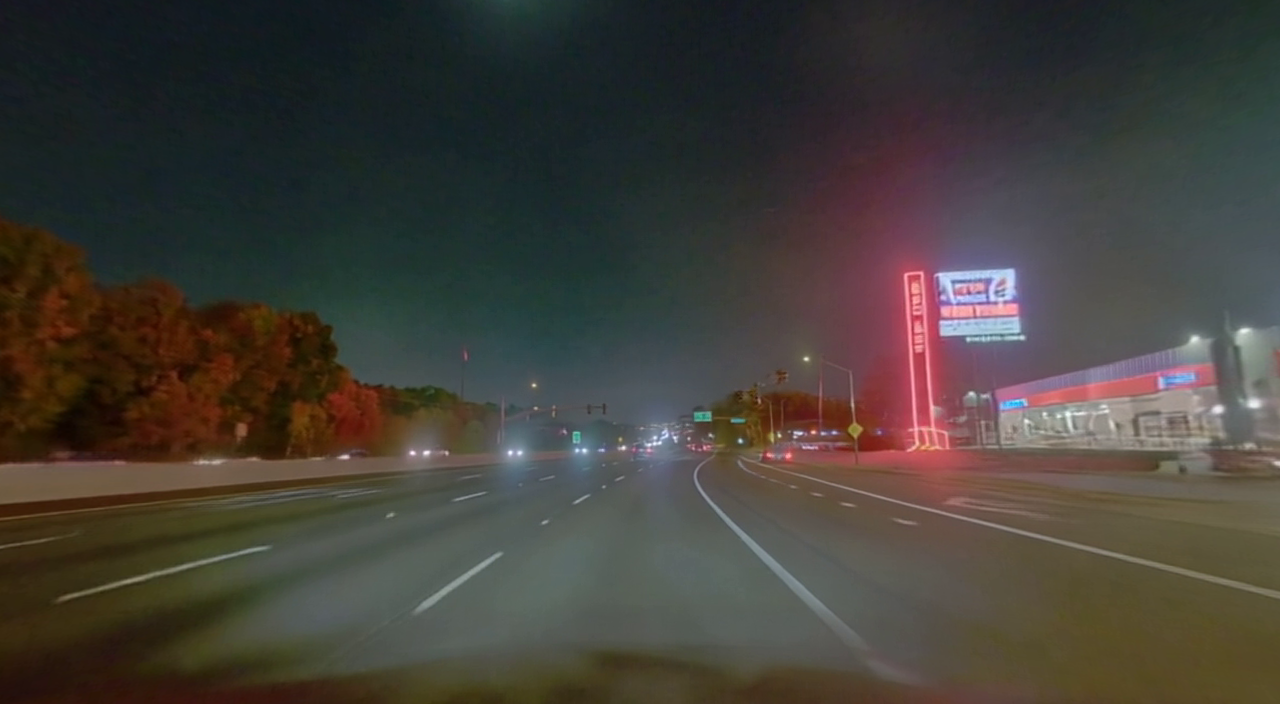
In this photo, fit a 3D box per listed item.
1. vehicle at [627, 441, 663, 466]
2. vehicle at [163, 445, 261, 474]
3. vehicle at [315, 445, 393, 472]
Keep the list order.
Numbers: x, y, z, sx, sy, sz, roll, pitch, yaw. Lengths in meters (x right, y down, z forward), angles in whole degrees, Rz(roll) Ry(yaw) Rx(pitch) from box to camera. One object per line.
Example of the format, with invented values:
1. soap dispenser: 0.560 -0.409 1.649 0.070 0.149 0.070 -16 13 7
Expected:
1. vehicle: 0.424 7.543 47.235 2.139 1.782 4.079 -1 -9 7
2. vehicle: -23.398 5.889 34.803 1.935 1.459 4.524 -1 -9 5
3. vehicle: -16.736 6.250 37.301 1.941 1.475 4.722 -1 -9 7
